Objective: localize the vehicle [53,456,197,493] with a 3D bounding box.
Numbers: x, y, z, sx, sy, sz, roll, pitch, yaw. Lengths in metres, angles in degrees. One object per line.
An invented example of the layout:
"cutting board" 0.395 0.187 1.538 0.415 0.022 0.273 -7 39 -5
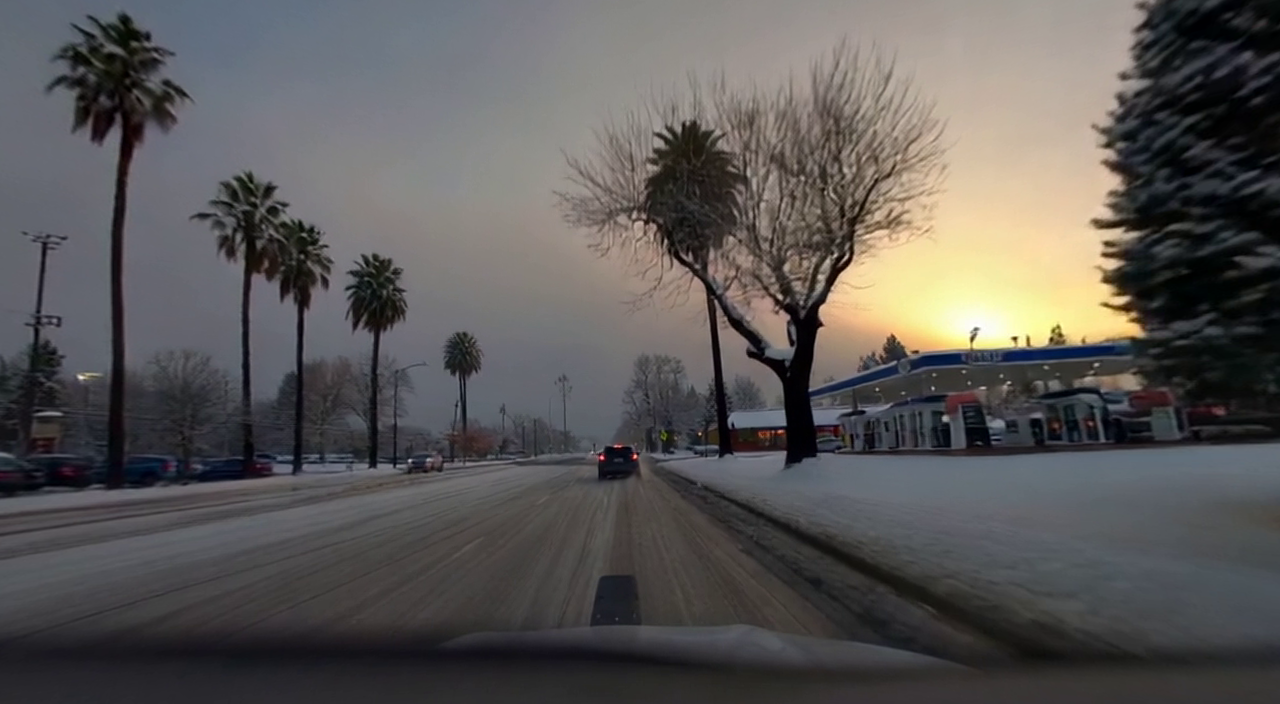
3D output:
"vehicle" -23.498 5.586 28.974 4.601 1.610 2.178 0 -9 -2

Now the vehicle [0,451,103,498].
"vehicle" -23.321 4.645 23.742 4.636 1.532 1.891 -3 -7 1

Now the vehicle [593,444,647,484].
"vehicle" -0.797 4.624 26.450 2.076 1.486 4.119 0 -8 -1

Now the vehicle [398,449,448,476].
"vehicle" -15.114 7.714 44.342 2.026 1.722 4.463 0 -8 -2
